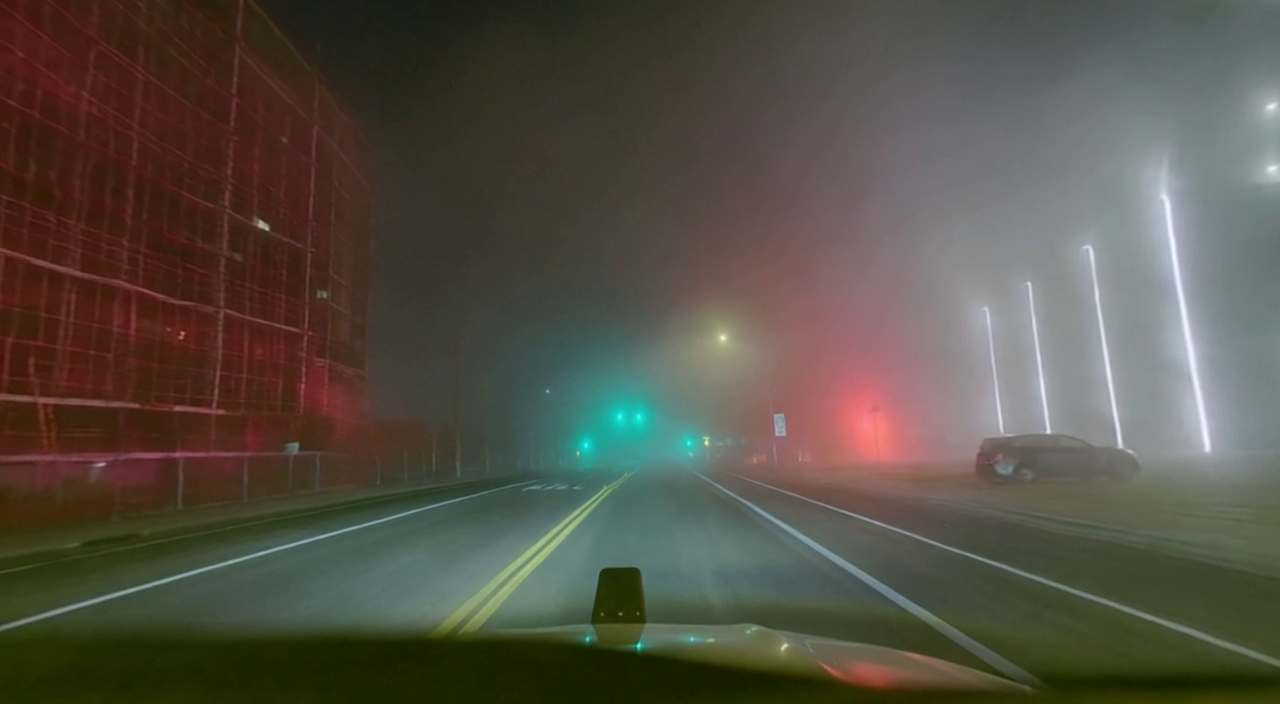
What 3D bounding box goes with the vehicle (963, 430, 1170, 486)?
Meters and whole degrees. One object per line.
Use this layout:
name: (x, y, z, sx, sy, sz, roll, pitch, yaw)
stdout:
vehicle: (11.558, 2.895, 17.411, 4.251, 1.418, 1.896, -1, -8, 3)
